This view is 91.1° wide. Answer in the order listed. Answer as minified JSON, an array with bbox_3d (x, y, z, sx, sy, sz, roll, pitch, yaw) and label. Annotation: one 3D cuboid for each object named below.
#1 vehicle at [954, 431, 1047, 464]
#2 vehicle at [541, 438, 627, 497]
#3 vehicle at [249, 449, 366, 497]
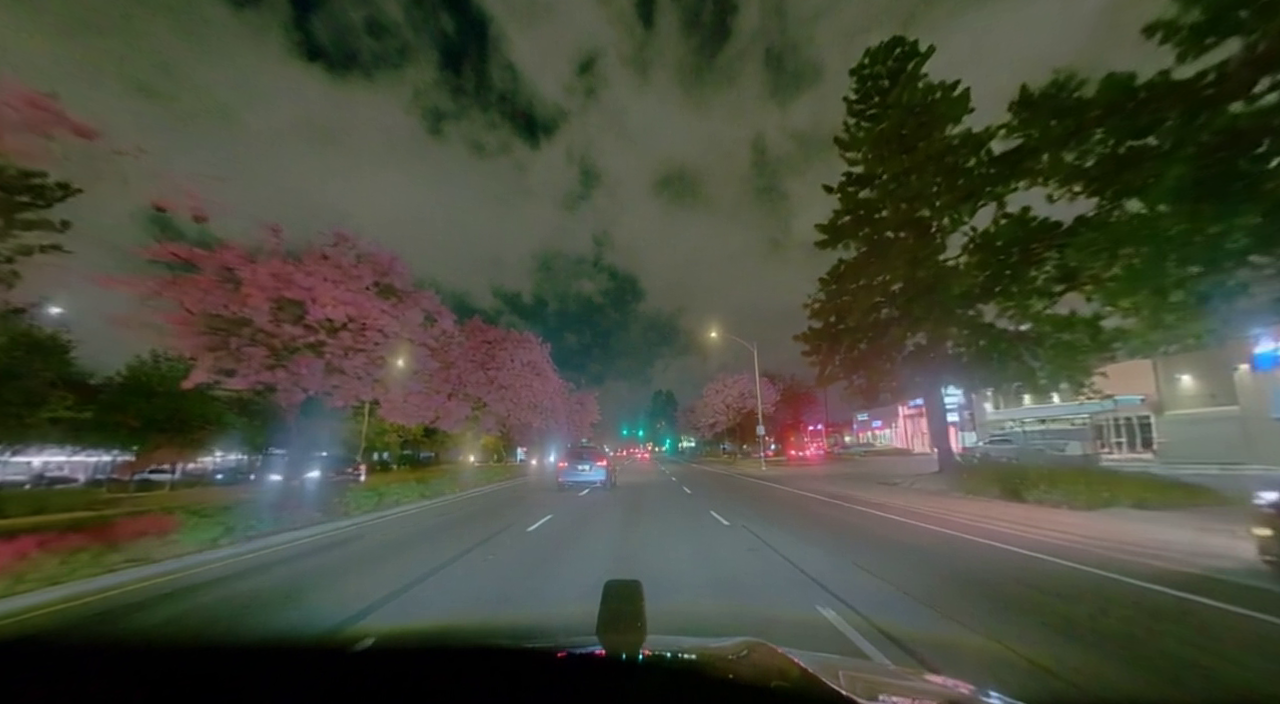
[{"bbox_3d":[23.046,6.188,40.559,2.265,1.904,6.201,-2,-9,-1],"label":"vehicle"},{"bbox_3d":[-1.705,3.735,20.731,2.149,1.701,4.379,-1,-8,4],"label":"vehicle"},{"bbox_3d":[-12.584,4.570,24.151,2.071,1.619,4.567,0,-8,-1],"label":"vehicle"}]
